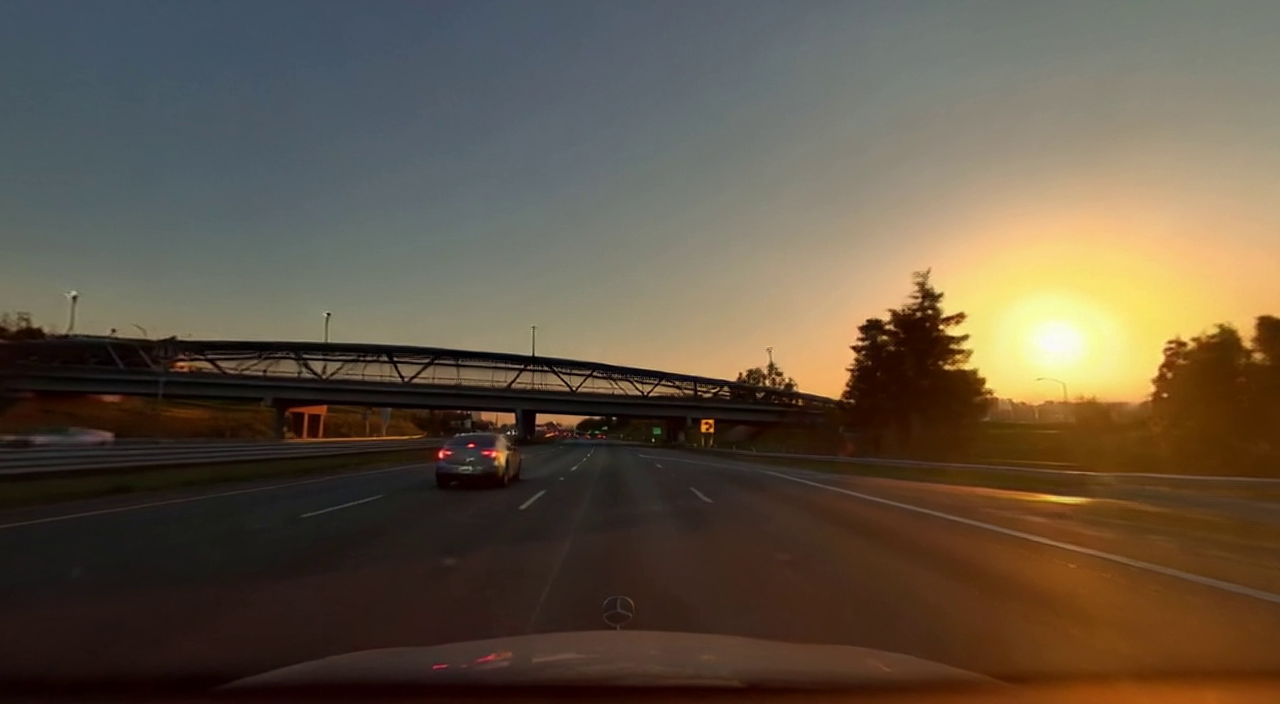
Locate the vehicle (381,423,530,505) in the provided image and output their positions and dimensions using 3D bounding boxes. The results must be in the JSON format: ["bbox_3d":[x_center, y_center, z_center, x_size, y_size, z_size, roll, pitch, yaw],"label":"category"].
[{"bbox_3d":[-4.083,2.552,14.934,2.123,1.601,4.887,0,-8,-1],"label":"vehicle"}]
